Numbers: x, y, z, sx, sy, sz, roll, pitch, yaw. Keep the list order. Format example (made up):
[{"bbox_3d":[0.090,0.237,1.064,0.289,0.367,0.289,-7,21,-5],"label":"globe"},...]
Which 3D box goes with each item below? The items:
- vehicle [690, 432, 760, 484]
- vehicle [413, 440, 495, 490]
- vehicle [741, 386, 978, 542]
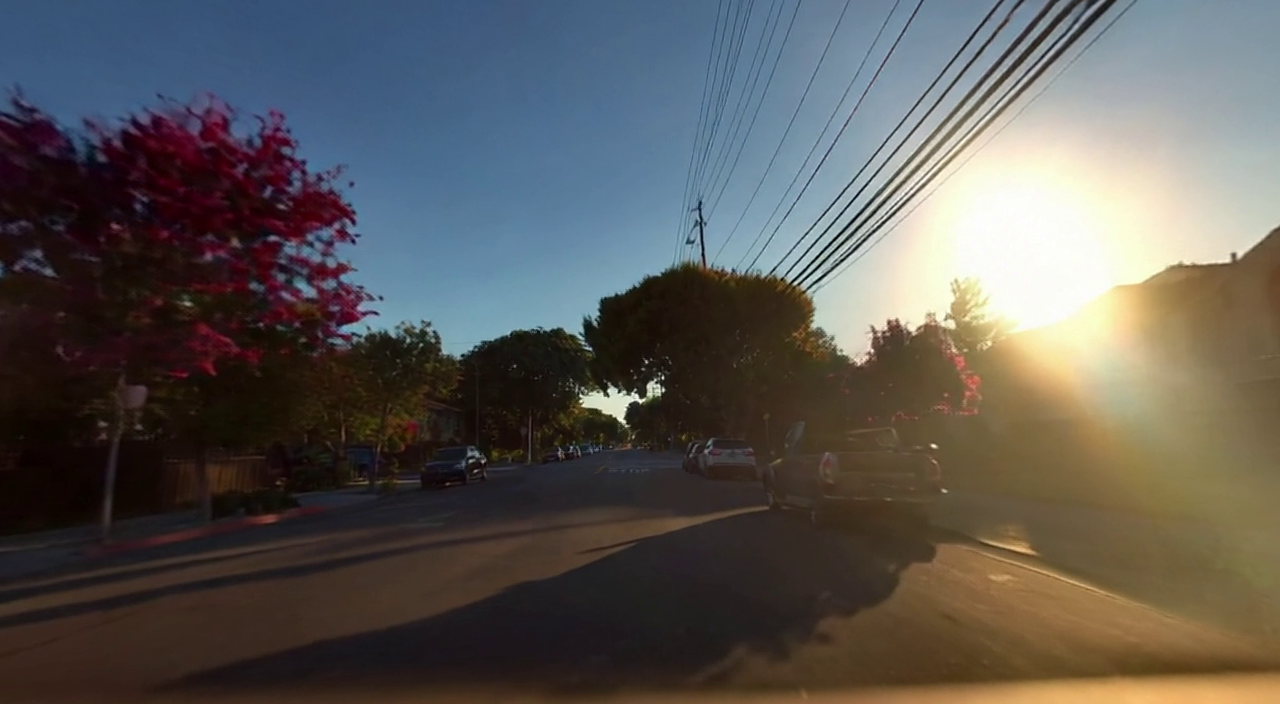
[{"bbox_3d":[3.102,3.998,23.998,1.993,1.778,4.311,0,-9,0],"label":"vehicle"},{"bbox_3d":[-7.392,4.585,25.505,1.980,1.664,4.342,-5,-11,0],"label":"vehicle"},{"bbox_3d":[3.386,1.913,11.340,2.111,2.054,5.748,0,-9,-1],"label":"vehicle"}]
